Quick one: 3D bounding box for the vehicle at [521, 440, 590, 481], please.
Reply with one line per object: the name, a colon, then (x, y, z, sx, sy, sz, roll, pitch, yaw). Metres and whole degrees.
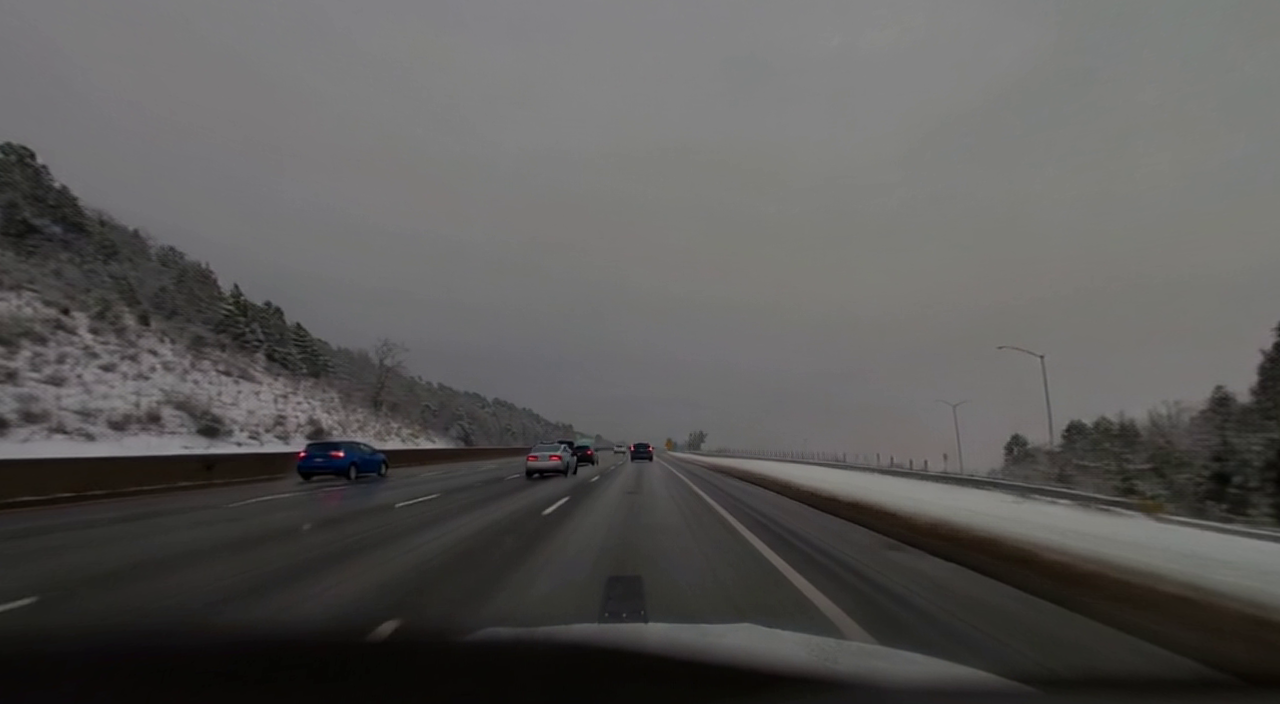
vehicle: (-3.316, 4.377, 25.739, 2.080, 1.505, 4.649, -1, -8, 2)

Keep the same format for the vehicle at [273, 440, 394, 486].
vehicle: (-11.120, 4.042, 23.374, 1.945, 1.466, 4.947, -1, -8, 1)

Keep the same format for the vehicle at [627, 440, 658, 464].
vehicle: (0.207, 7.295, 46.171, 2.138, 1.674, 4.044, -1, -8, 1)
